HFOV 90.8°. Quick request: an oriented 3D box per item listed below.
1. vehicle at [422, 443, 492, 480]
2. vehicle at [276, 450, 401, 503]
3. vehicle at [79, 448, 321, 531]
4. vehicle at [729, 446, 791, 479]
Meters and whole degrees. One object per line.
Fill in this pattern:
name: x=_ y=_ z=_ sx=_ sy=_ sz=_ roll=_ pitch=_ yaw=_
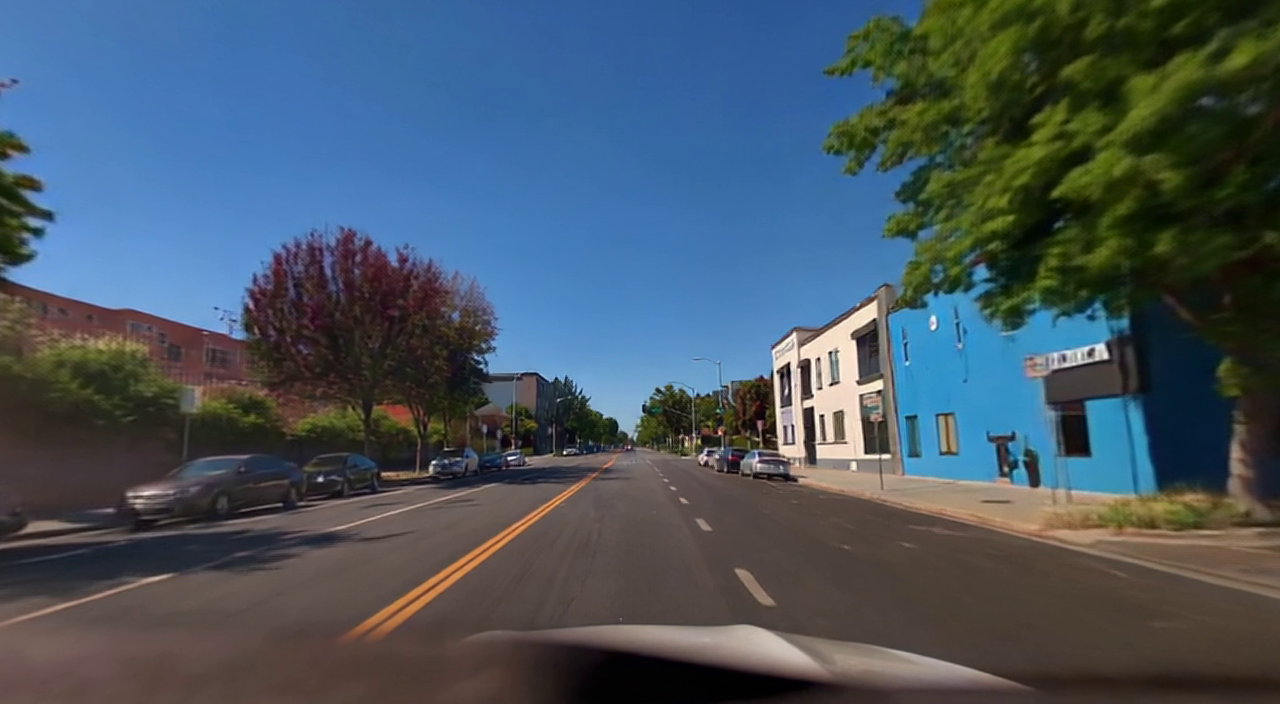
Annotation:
vehicle: x=-10.003 y=5.981 z=35.056 sx=2.228 sy=1.863 sz=5.407 roll=0 pitch=-8 yaw=1
vehicle: x=-9.672 y=3.991 z=20.748 sx=2.021 sy=1.482 sz=4.601 roll=0 pitch=-8 yaw=-3
vehicle: x=-10.079 y=3.136 z=15.206 sx=1.995 sy=1.564 sz=5.321 roll=0 pitch=-8 yaw=0
vehicle: x=6.012 y=5.571 z=32.270 sx=2.038 sy=1.482 sz=4.994 roll=0 pitch=-8 yaw=-2
